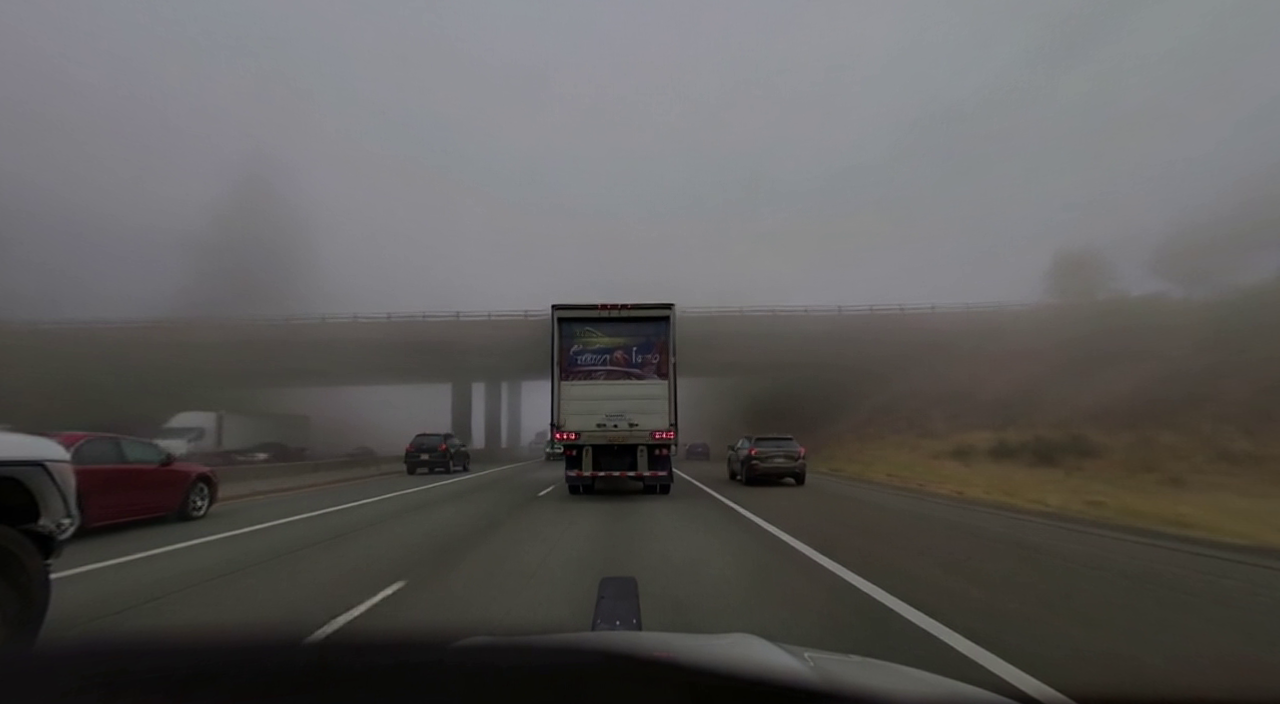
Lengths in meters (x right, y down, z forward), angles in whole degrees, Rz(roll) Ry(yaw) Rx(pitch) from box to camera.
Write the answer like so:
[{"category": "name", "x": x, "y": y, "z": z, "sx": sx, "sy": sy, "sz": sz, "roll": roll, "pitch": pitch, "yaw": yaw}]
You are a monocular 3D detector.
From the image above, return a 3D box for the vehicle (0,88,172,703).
[{"category": "vehicle", "x": -3.636, "y": 0.072, "z": 0.206, "sx": 2.660, "sy": 2.637, "sz": 5.634, "roll": 0, "pitch": -8, "yaw": -2}]

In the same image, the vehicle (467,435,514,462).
[{"category": "vehicle", "x": -8.772, "y": 5.677, "z": 37.143, "sx": 1.845, "sy": 1.488, "sz": 3.656, "roll": 0, "pitch": -8, "yaw": 0}]

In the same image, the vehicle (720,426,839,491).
[{"category": "vehicle", "x": 3.565, "y": 2.807, "z": 17.045, "sx": 2.003, "sy": 1.519, "sz": 4.580, "roll": 0, "pitch": -8, "yaw": -3}]

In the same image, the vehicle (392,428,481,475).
[{"category": "vehicle", "x": -7.989, "y": 3.939, "z": 25.216, "sx": 2.057, "sy": 1.698, "sz": 4.550, "roll": 0, "pitch": -8, "yaw": 0}]

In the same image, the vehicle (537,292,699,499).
[{"category": "vehicle", "x": -0.596, "y": 1.434, "z": 16.463, "sx": 2.911, "sy": 3.787, "sz": 9.905, "roll": 0, "pitch": -8, "yaw": -2}]

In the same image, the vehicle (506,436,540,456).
[{"category": "vehicle", "x": -8.988, "y": 7.262, "z": 48.642, "sx": 1.928, "sy": 1.474, "sz": 3.588, "roll": 0, "pitch": -8, "yaw": 0}]
